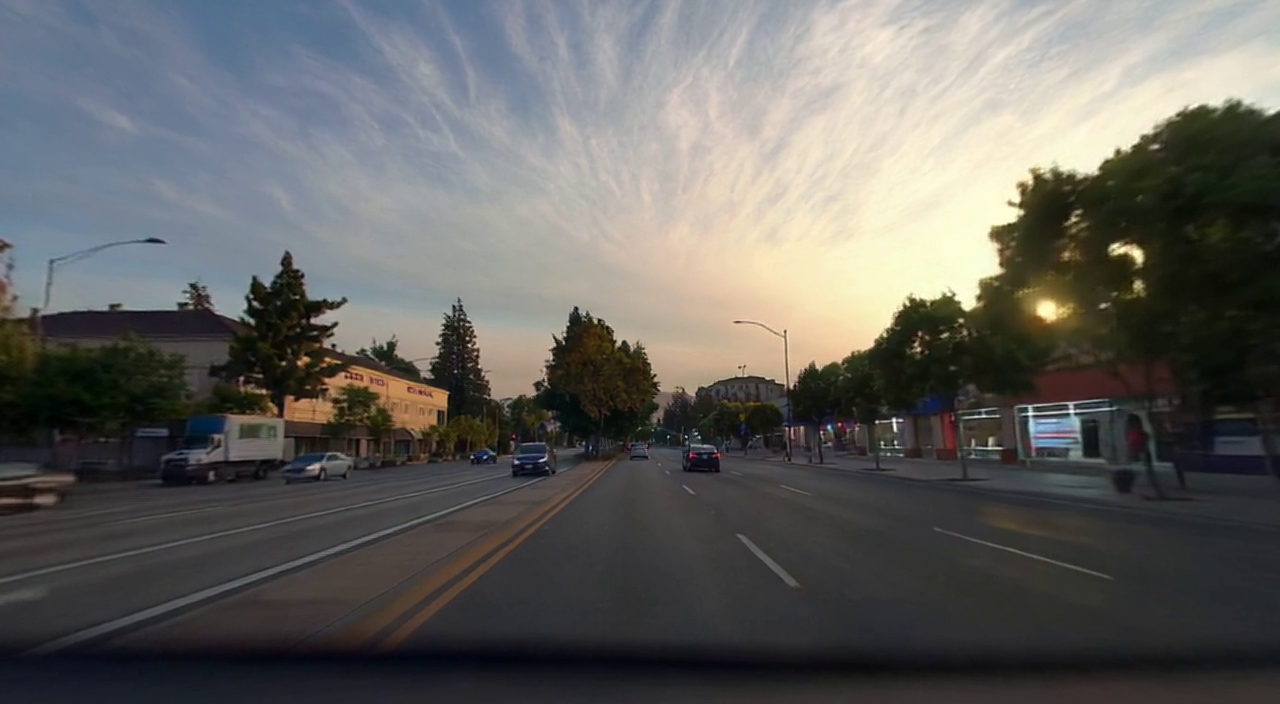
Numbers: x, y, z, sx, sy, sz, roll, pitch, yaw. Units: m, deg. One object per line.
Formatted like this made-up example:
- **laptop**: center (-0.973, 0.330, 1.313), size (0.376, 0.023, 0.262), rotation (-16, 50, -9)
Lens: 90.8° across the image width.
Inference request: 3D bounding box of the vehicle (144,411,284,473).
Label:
- **vehicle**: center (-27.822, 6.009, 42.030), size (2.804, 3.714, 8.815), rotation (0, -9, 2)

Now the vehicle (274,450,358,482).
- **vehicle**: center (-16.310, 5.750, 32.070), size (1.989, 1.466, 4.349), rotation (0, -9, 0)

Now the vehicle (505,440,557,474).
- **vehicle**: center (-5.623, 5.494, 33.212), size (2.100, 1.639, 4.268), rotation (0, -9, -2)

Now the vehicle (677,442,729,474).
- **vehicle**: center (3.116, 5.328, 32.076), size (1.983, 1.482, 4.463), rotation (0, -9, -2)
